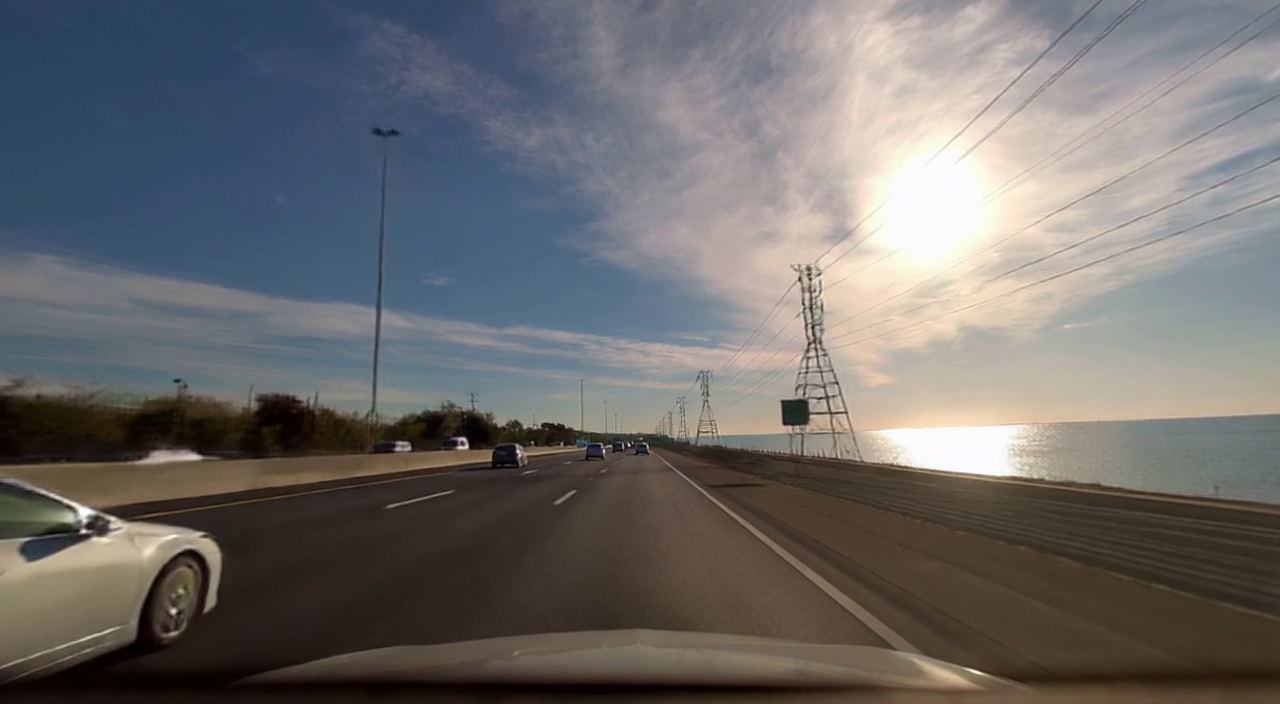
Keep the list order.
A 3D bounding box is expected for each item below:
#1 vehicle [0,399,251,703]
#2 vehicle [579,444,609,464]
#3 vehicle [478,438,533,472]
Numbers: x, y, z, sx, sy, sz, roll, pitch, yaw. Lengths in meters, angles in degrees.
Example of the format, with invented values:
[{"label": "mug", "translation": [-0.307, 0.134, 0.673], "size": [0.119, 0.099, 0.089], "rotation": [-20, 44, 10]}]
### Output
[{"label": "vehicle", "translation": [-3.645, 0.858, 1.948], "size": [2.015, 1.501, 4.454], "rotation": [0, -8, 0]}, {"label": "vehicle", "translation": [-3.475, 7.792, 48.377], "size": [1.957, 1.494, 4.207], "rotation": [0, -8, 1]}, {"label": "vehicle", "translation": [-7.459, 5.751, 35.465], "size": [2.050, 1.717, 4.418], "rotation": [0, -8, 1]}]
